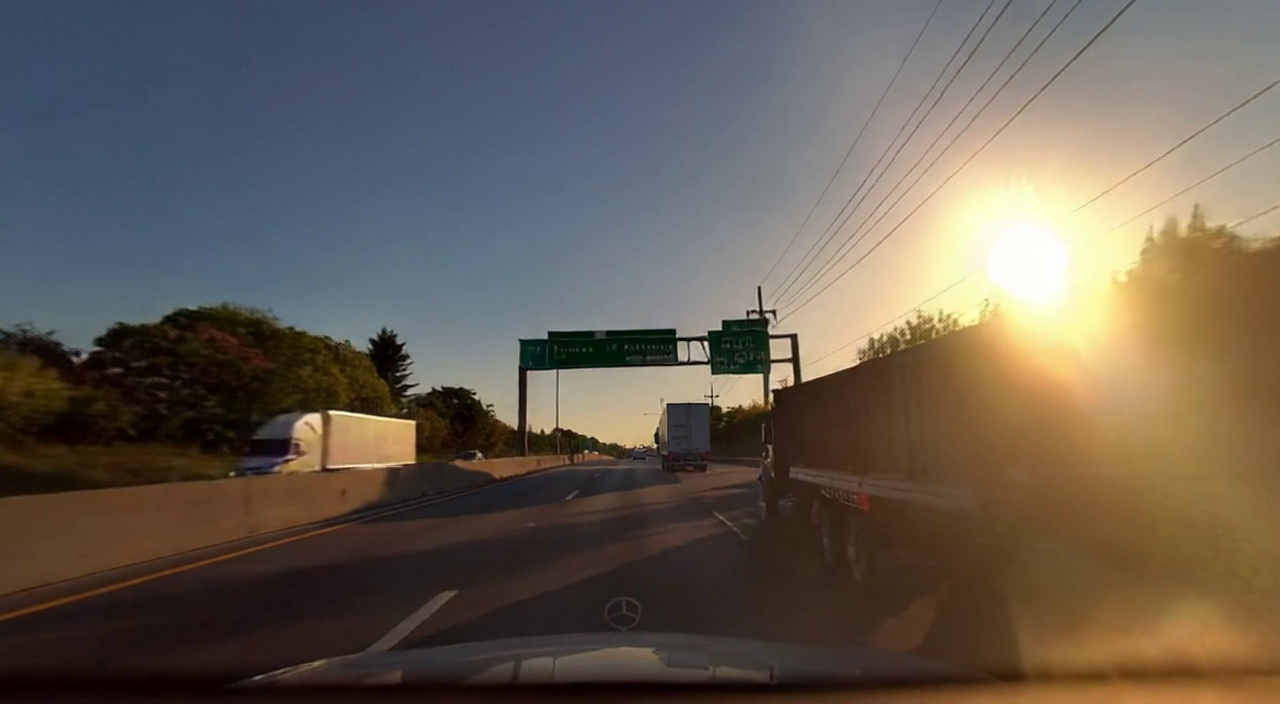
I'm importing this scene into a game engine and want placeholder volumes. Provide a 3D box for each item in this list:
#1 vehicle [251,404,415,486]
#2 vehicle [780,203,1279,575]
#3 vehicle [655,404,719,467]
[{"bbox_3d":[-19.548,6.278,42.235,2.863,4.358,16.366,0,-9,0],"label":"vehicle"},{"bbox_3d":[7.231,1.626,15.571,3.400,4.134,17.388,0,-9,0],"label":"vehicle"},{"bbox_3d":[3.235,6.682,49.157,3.202,4.046,17.146,0,-9,-1],"label":"vehicle"}]
